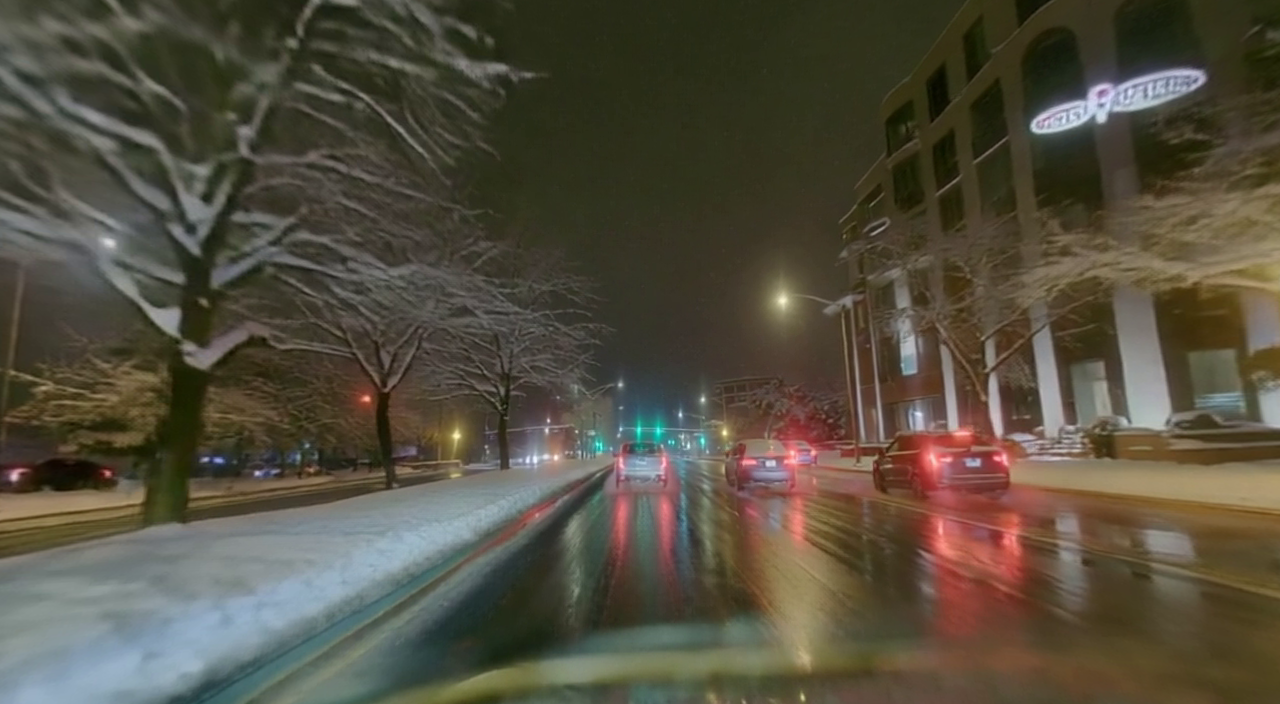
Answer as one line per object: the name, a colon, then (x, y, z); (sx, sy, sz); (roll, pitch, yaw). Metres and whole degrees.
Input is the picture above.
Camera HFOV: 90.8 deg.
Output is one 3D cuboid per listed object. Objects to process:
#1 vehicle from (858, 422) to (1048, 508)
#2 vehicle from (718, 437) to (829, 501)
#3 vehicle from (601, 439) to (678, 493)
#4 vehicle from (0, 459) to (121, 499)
vehicle: (7.178, 2.656, 15.264); (2.052, 1.708, 4.842); (0, -9, -1)
vehicle: (3.401, 3.066, 16.978); (1.993, 1.477, 4.240); (0, -9, -1)
vehicle: (-0.051, 3.481, 19.625); (2.101, 1.444, 4.248); (0, -9, -1)
vehicle: (-26.411, 5.652, 28.270); (4.559, 1.663, 2.059); (-1, -9, 3)
